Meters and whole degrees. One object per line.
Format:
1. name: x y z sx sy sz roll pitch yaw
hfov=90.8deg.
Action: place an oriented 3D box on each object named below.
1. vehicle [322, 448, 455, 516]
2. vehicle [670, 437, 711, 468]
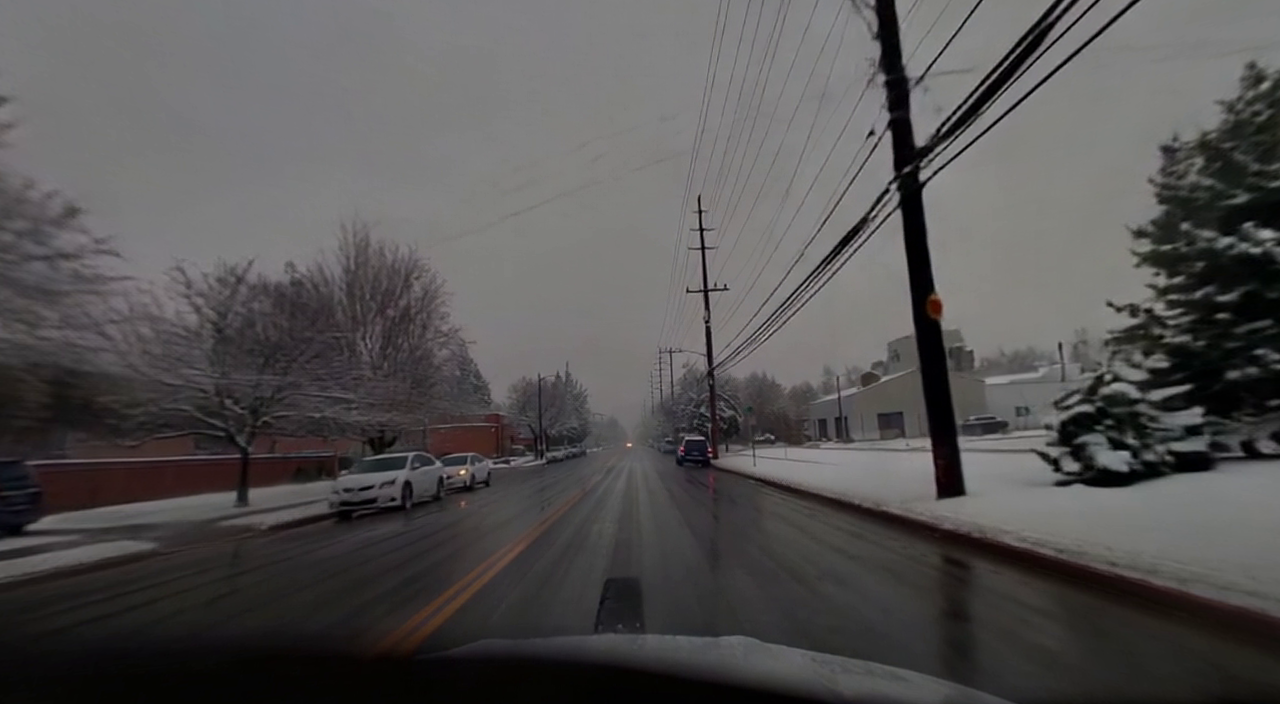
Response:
1. vehicle: -6.669 3.452 17.314 1.887 1.460 4.444 -4 -8 -1
2. vehicle: 3.103 6.341 40.116 2.138 1.820 5.218 0 -8 0
